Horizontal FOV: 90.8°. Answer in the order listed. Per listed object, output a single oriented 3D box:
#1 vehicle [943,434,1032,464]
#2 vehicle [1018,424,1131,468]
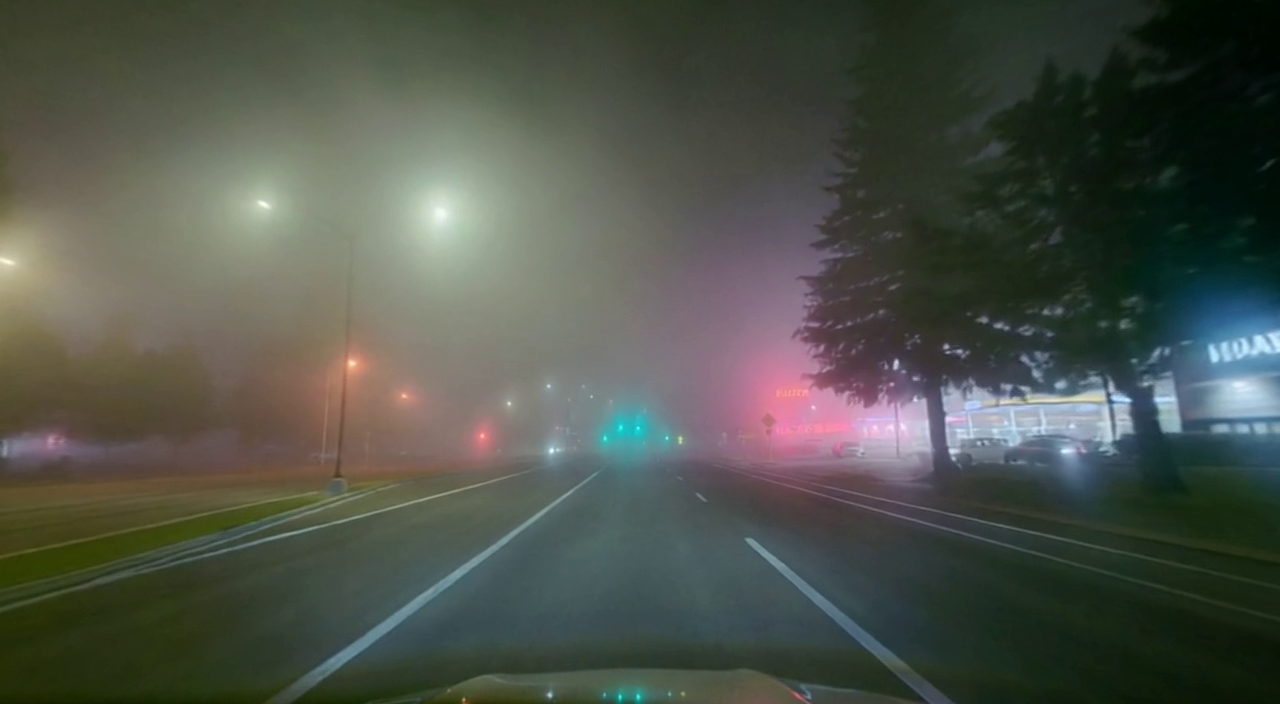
[{"bbox_3d":[17.926,5.049,32.921,1.912,1.452,4.796,0,-8,0],"label":"vehicle"},{"bbox_3d":[22.978,4.946,33.740,2.094,1.937,5.262,-3,-5,-2],"label":"vehicle"}]
